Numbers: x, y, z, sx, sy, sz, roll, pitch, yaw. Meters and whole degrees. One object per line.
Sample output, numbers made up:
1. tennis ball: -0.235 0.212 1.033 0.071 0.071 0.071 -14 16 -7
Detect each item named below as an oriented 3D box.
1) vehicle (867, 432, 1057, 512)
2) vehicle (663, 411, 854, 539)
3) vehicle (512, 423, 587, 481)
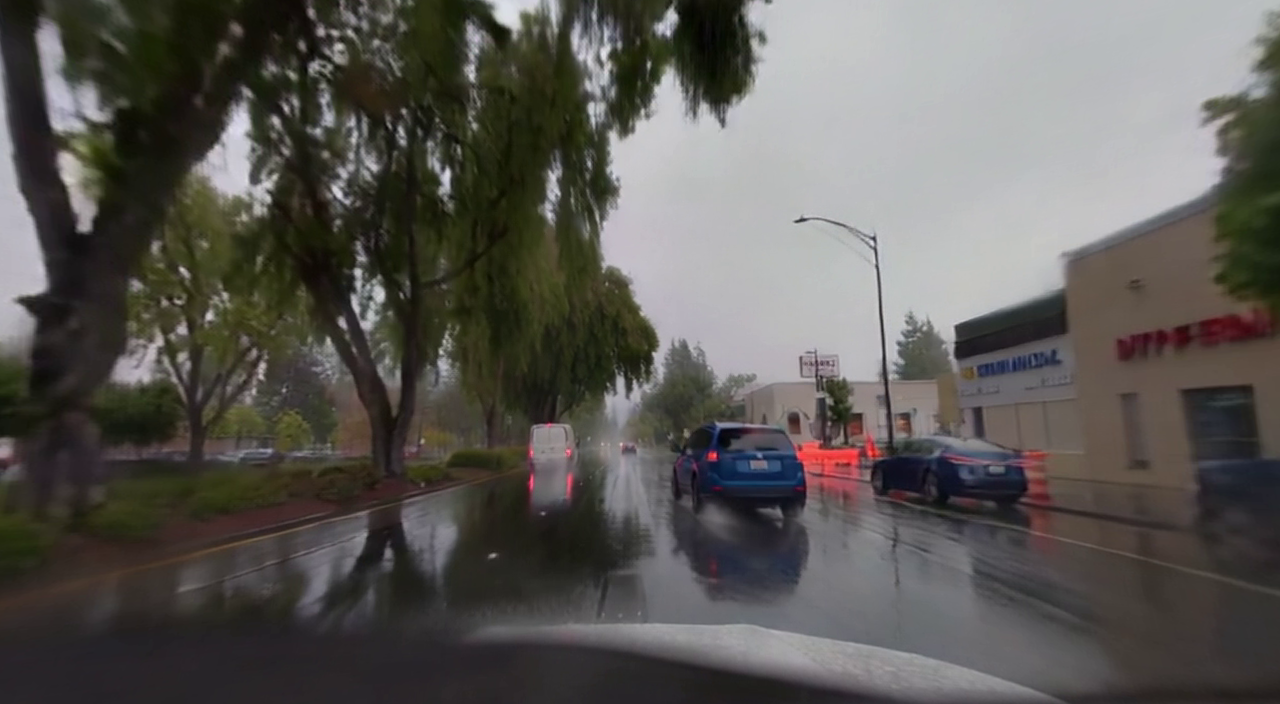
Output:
1. vehicle: 6.835 2.577 14.051 1.853 1.483 4.313 0 -9 -1
2. vehicle: 1.701 1.991 10.782 2.168 1.725 4.192 1 -9 -4
3. vehicle: -3.525 4.060 25.832 2.357 2.063 5.488 0 -9 -1
